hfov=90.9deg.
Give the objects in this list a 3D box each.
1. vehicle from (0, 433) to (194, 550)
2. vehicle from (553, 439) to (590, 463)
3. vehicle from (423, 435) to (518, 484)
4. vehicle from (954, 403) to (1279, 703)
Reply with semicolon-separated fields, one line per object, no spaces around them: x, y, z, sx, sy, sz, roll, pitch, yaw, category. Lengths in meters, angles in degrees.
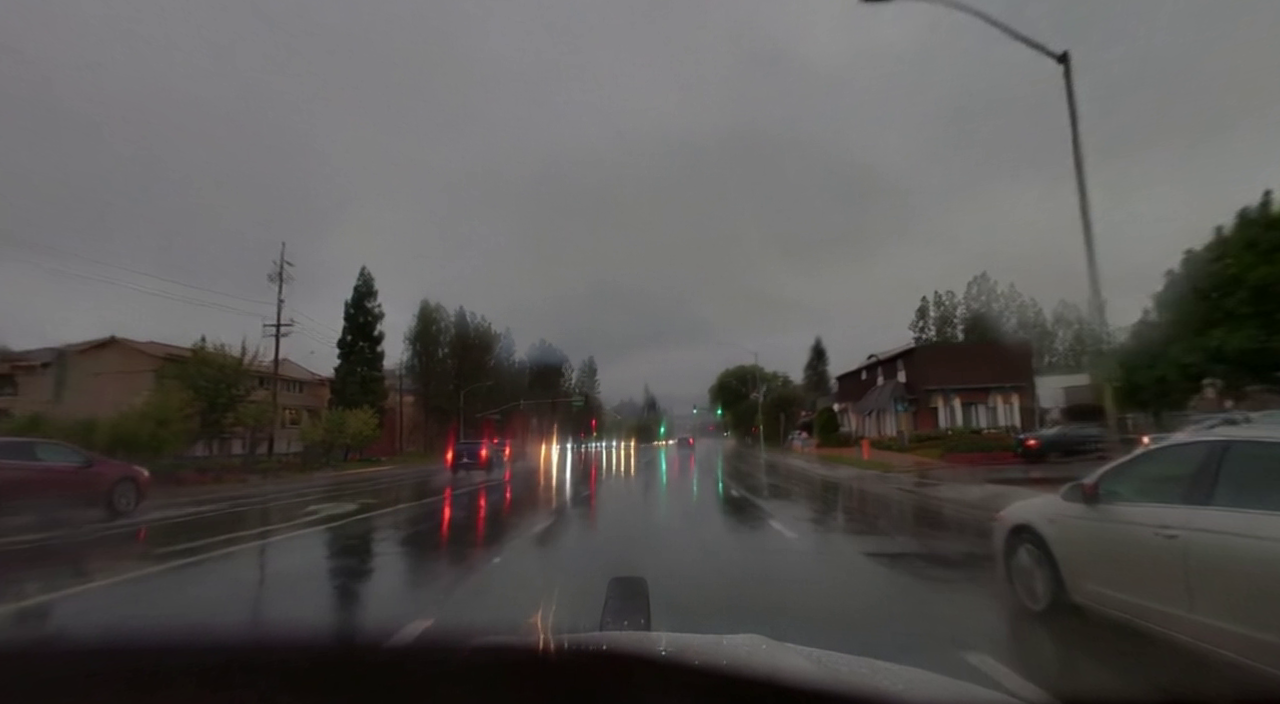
-9.595;2.086;9.874;1.951;1.554;4.444;0;-8;0;vehicle
-4.766;6.966;44.332;1.870;1.616;3.765;-1;-9;6;vehicle
-6.037;3.887;23.045;1.988;1.597;4.404;-1;-8;4;vehicle
3.852;1.062;3.353;2.003;1.494;4.705;0;-8;1;vehicle
